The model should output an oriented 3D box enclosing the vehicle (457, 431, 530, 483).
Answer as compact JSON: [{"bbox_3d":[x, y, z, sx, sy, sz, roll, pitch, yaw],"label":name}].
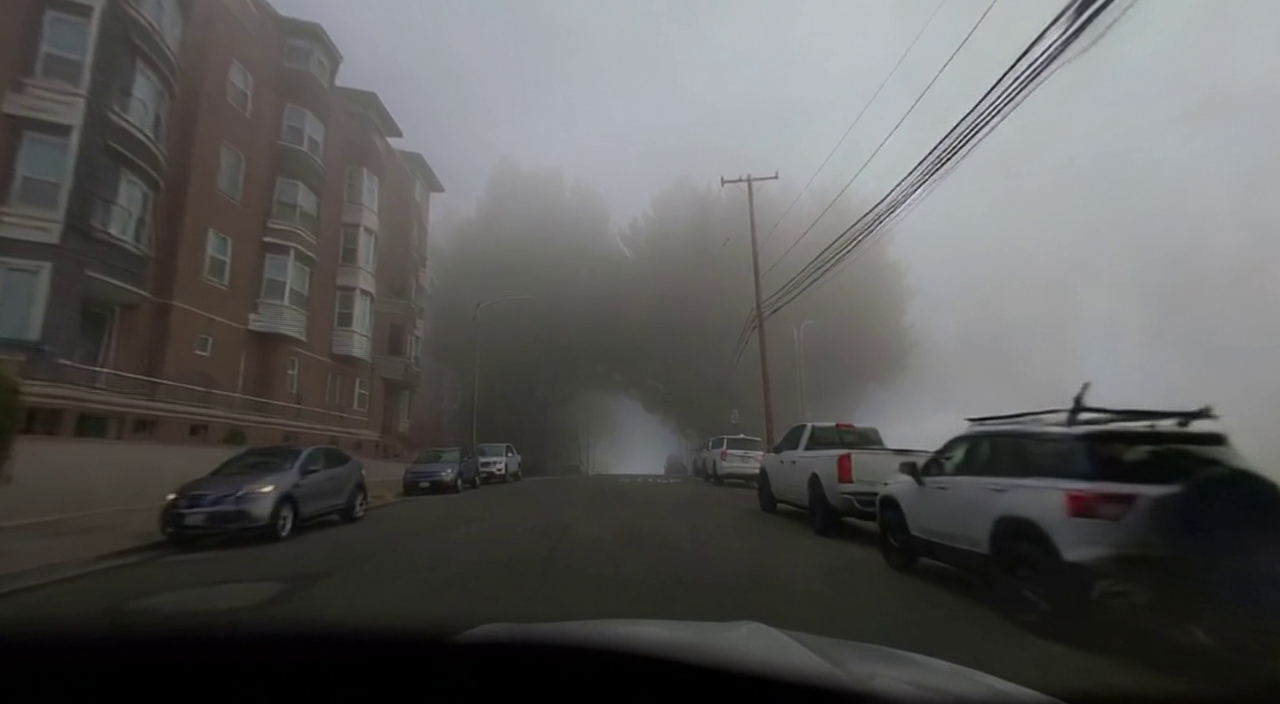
[{"bbox_3d":[-6.144,4.539,27.121,2.076,1.913,5.060,-2,-10,-1],"label":"vehicle"}]

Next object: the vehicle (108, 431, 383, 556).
[{"bbox_3d":[-6.368,2.280,10.985,1.947,1.707,4.352,0,-8,0],"label":"vehicle"}]

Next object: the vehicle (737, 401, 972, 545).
[{"bbox_3d":[3.272,1.987,11.058,2.082,1.902,5.122,0,-8,-3],"label":"vehicle"}]

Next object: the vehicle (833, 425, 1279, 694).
[{"bbox_3d":[3.580,1.509,5.958,1.925,1.489,4.655,0,-8,-2],"label":"vehicle"}]

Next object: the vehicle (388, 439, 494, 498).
[{"bbox_3d":[-6.418,3.777,20.949,2.069,1.647,4.359,-2,-8,1],"label":"vehicle"}]
